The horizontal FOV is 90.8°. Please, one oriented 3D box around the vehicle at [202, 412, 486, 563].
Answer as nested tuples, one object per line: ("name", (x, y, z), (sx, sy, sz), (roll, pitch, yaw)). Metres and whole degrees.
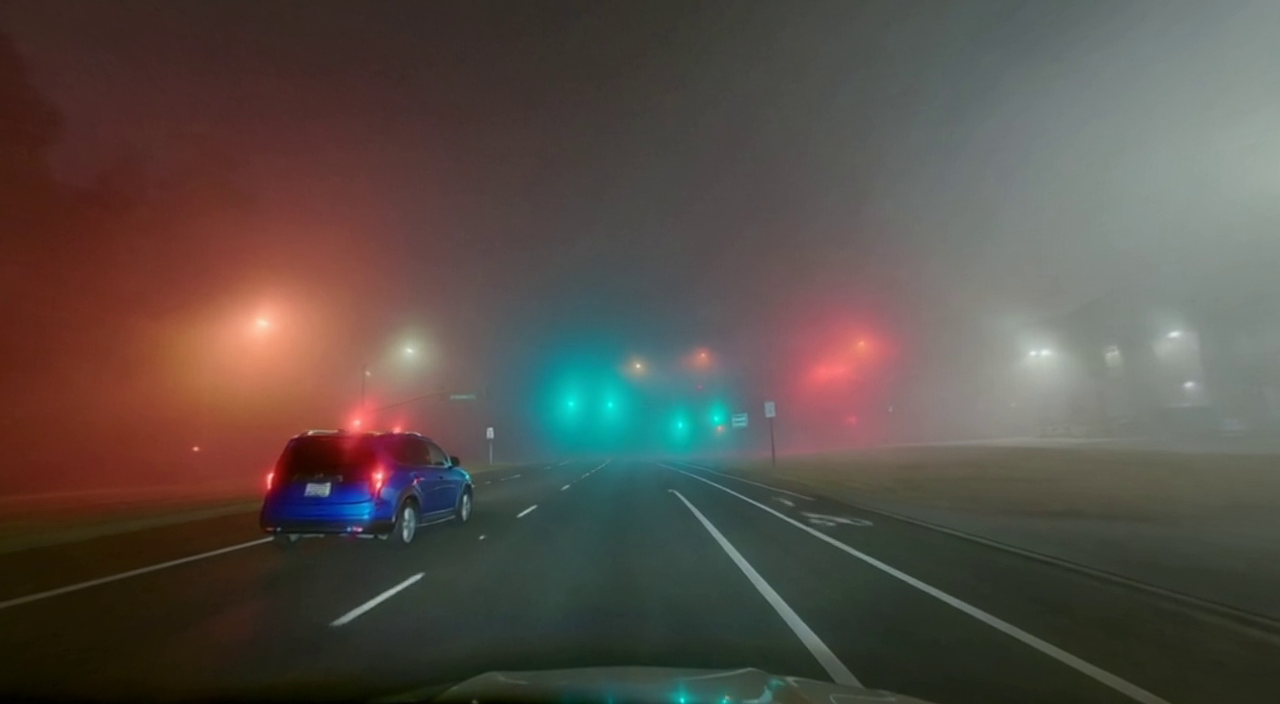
("vehicle", (-3.953, 1.891, 9.529), (2.121, 1.724, 4.392), (0, -9, 0))
